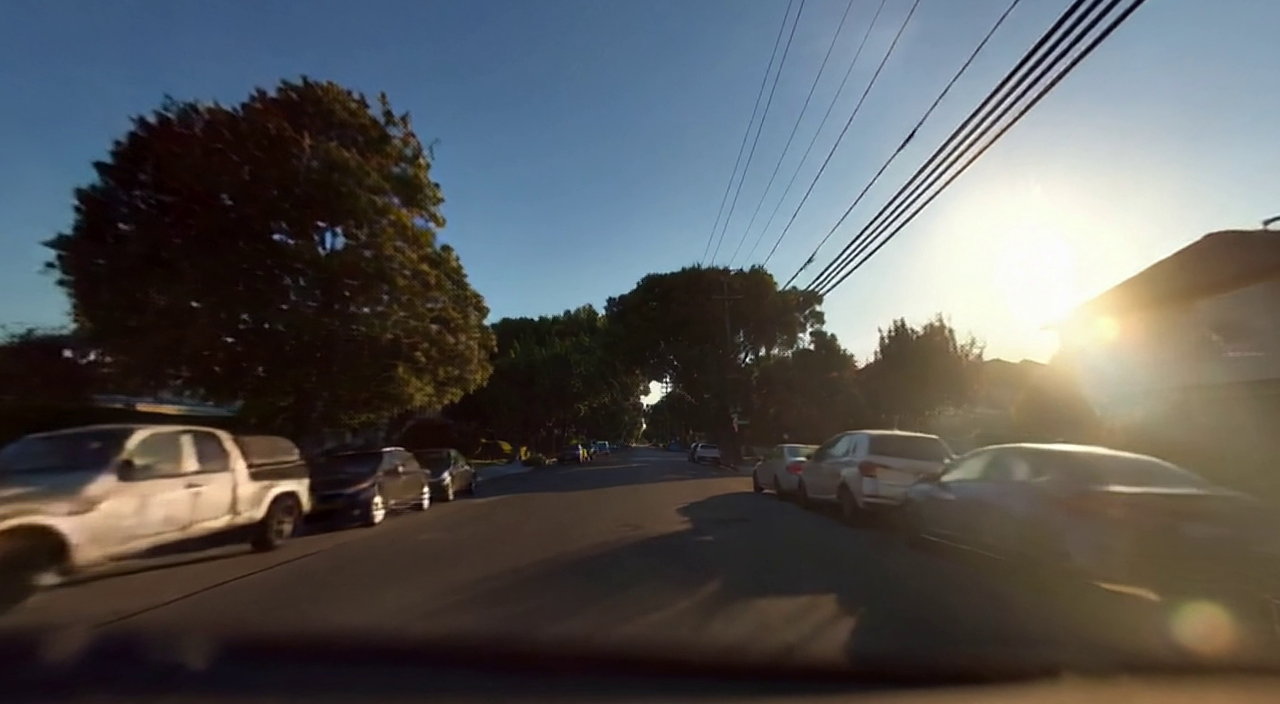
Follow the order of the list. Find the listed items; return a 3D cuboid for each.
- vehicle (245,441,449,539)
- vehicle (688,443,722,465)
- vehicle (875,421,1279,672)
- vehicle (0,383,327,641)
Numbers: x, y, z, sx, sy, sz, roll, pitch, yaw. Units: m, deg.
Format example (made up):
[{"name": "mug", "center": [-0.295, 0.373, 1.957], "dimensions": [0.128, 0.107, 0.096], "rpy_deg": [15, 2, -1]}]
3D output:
[{"name": "vehicle", "center": [-5.345, 2.515, 12.321], "dimensions": [1.904, 1.504, 4.530], "rpy_deg": [0, -8, -1]}, {"name": "vehicle", "center": [4.413, 6.946, 43.106], "dimensions": [1.851, 1.438, 4.177], "rpy_deg": [0, -8, 0]}, {"name": "vehicle", "center": [4.072, 1.502, 6.094], "dimensions": [1.830, 1.491, 4.453], "rpy_deg": [0, -8, -1]}, {"name": "vehicle", "center": [-5.743, 1.458, 6.666], "dimensions": [2.052, 1.916, 5.084], "rpy_deg": [0, -8, 2]}]
